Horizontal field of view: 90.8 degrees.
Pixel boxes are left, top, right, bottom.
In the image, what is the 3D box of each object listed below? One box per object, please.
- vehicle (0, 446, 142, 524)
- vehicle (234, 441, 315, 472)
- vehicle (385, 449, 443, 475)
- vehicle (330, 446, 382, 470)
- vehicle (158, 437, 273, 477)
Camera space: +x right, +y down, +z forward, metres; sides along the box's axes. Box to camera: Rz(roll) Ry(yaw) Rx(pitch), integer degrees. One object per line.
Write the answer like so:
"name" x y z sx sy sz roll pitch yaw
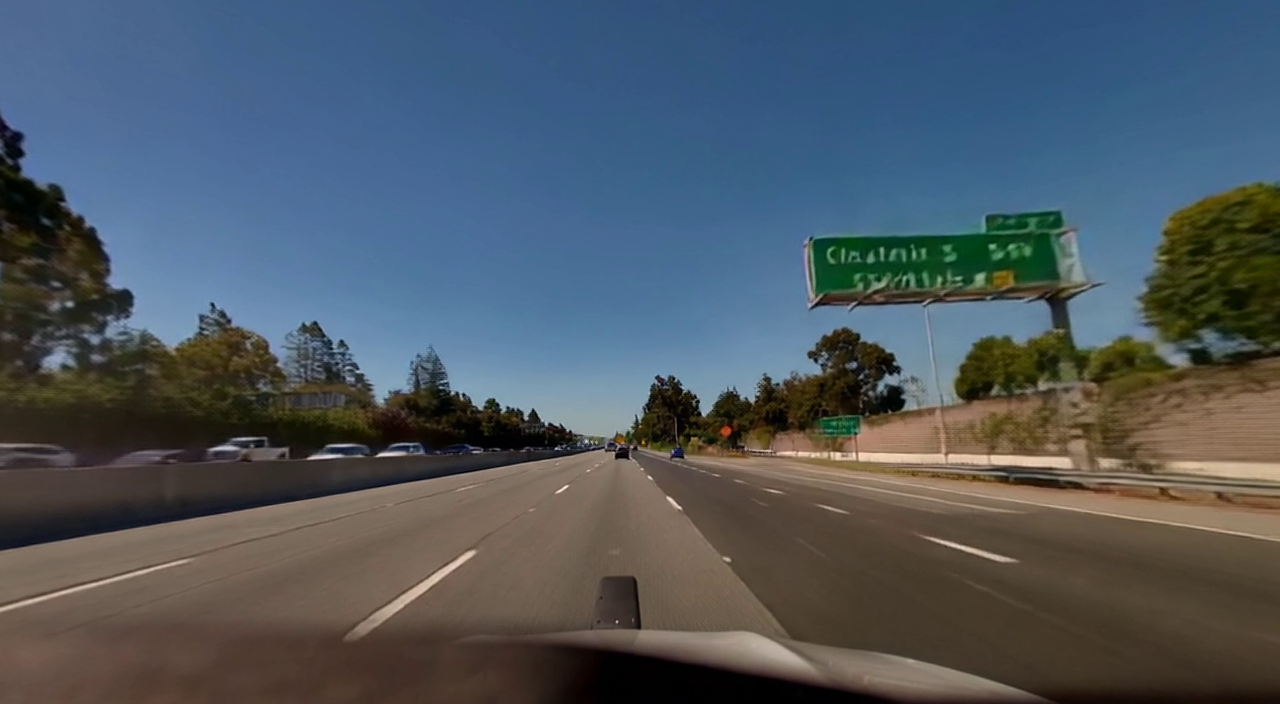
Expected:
"vehicle" -12.972 2.645 12.831 1.969 1.441 4.622 0 -9 -1
"vehicle" -23.574 6.747 41.063 2.336 1.904 5.050 0 -9 -2
"vehicle" -13.406 6.533 37.724 1.881 1.427 4.211 0 -9 0
"vehicle" -20.437 7.607 45.643 1.936 1.607 4.160 0 -9 -2
"vehicle" -23.319 5.769 35.098 2.290 1.994 6.114 0 -9 -2
